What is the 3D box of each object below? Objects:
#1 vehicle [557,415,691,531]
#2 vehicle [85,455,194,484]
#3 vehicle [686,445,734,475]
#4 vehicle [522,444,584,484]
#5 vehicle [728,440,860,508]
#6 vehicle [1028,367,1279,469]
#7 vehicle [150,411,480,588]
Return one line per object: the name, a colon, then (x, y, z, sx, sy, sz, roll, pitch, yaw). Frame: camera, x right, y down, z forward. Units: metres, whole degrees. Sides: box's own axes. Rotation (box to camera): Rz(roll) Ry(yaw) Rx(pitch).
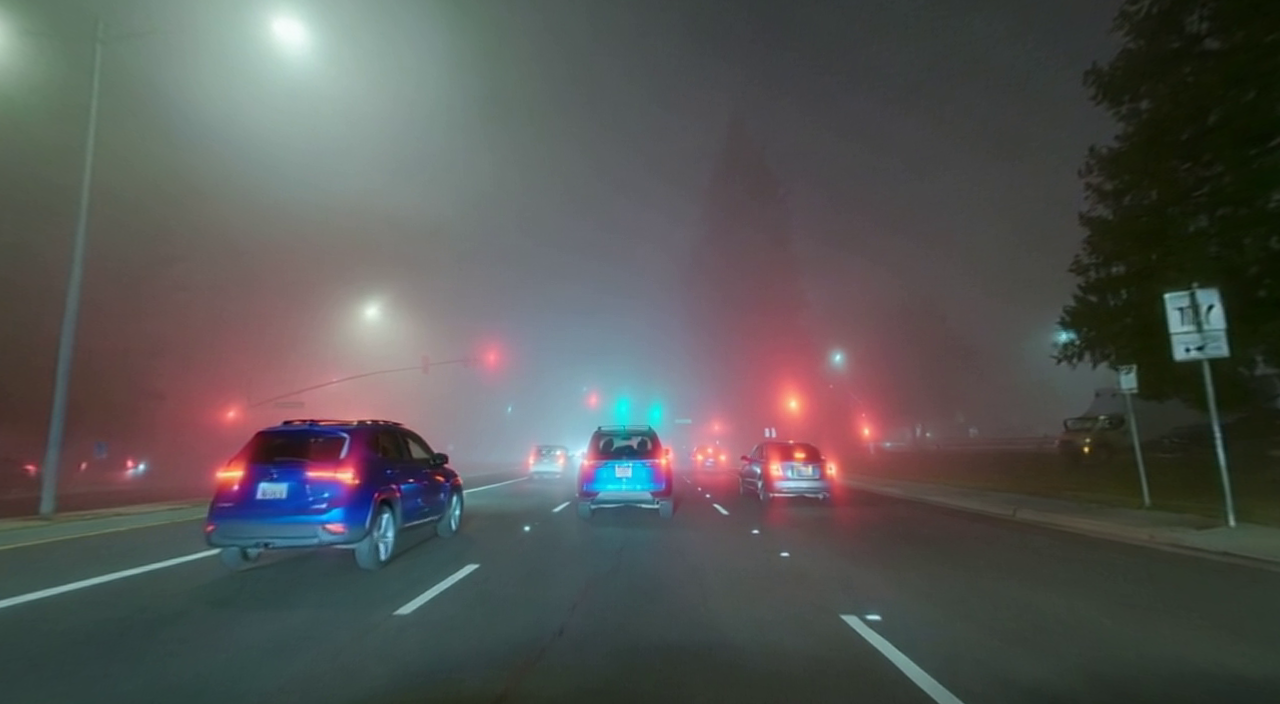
vehicle: (-0.250, 2.261, 12.316, 2.132, 1.816, 4.471, 0, -8, 0)
vehicle: (-33.954, 7.973, 42.912, 5.352, 1.850, 2.276, 0, -8, -2)
vehicle: (3.574, 5.641, 33.115, 1.996, 1.443, 4.270, 0, -8, -1)
vehicle: (-3.444, 4.509, 25.765, 1.897, 1.479, 4.204, 0, -8, 1)
vehicle: (3.766, 3.077, 16.458, 2.036, 1.480, 4.659, 0, -8, -3)
vehicle: (17.795, 2.281, 21.415, 7.314, 3.230, 2.680, 0, -8, -1)
vehicle: (-3.733, 1.759, 8.352, 2.039, 1.709, 4.265, 0, -8, 1)
